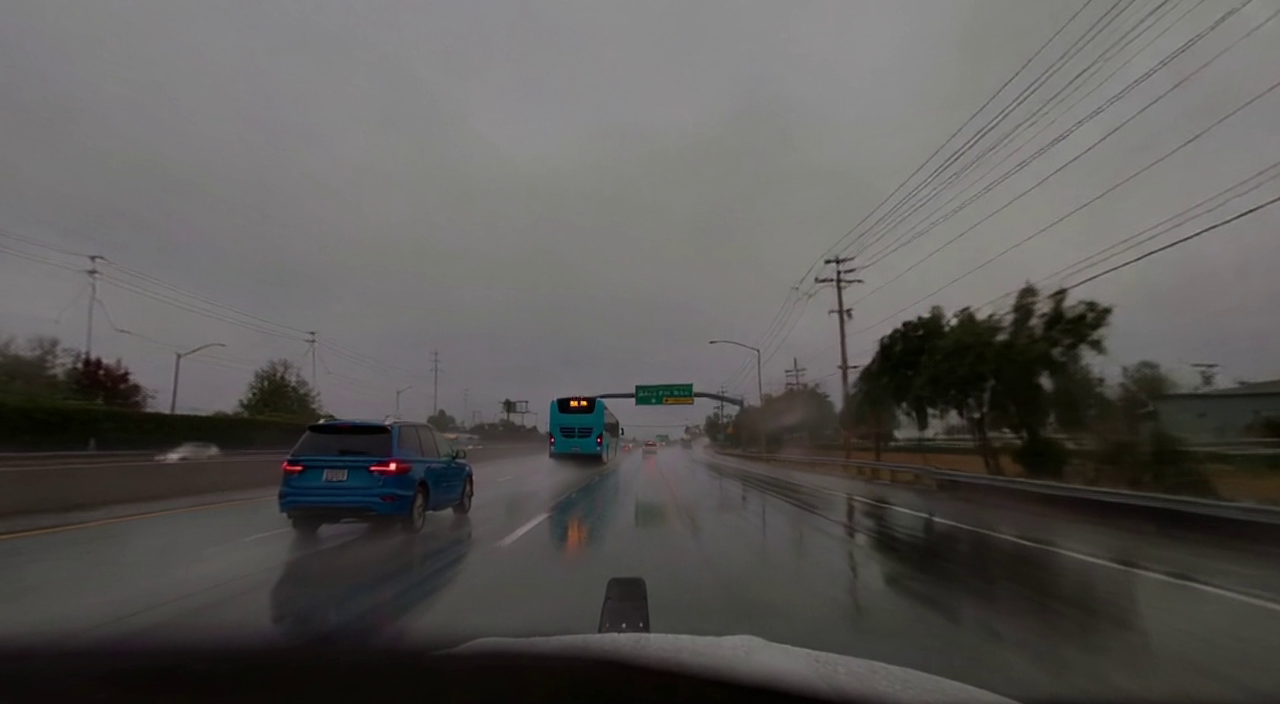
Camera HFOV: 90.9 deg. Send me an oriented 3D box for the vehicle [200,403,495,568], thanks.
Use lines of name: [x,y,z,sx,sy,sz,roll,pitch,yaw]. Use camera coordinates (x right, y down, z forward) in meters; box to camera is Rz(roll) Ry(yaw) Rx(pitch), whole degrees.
vehicle: [-3.607,1.731,8.872,2.021,1.730,4.223,0,-8,1]

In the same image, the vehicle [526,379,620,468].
vehicle: [-3.033,3.987,32.951,3.382,3.712,11.766,2,-9,1]
